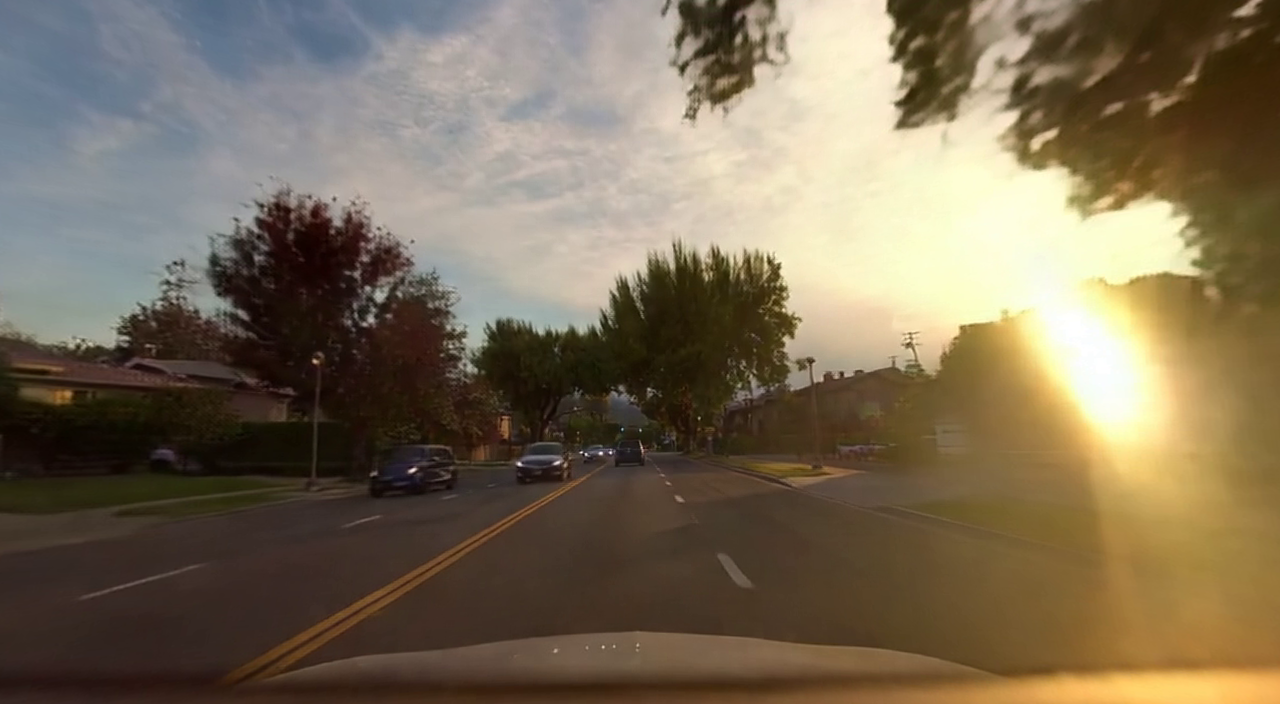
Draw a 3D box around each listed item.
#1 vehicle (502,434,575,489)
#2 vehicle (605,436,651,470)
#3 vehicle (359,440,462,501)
[{"bbox_3d":[-3.716,4.101,23.960,1.991,1.794,4.572,-2,-9,0],"label":"vehicle"},{"bbox_3d":[-0.654,6.150,38.432,2.554,1.902,5.329,0,-9,1],"label":"vehicle"},{"bbox_3d":[-7.744,4.009,21.749,1.978,1.744,4.301,-4,-9,-1],"label":"vehicle"}]
